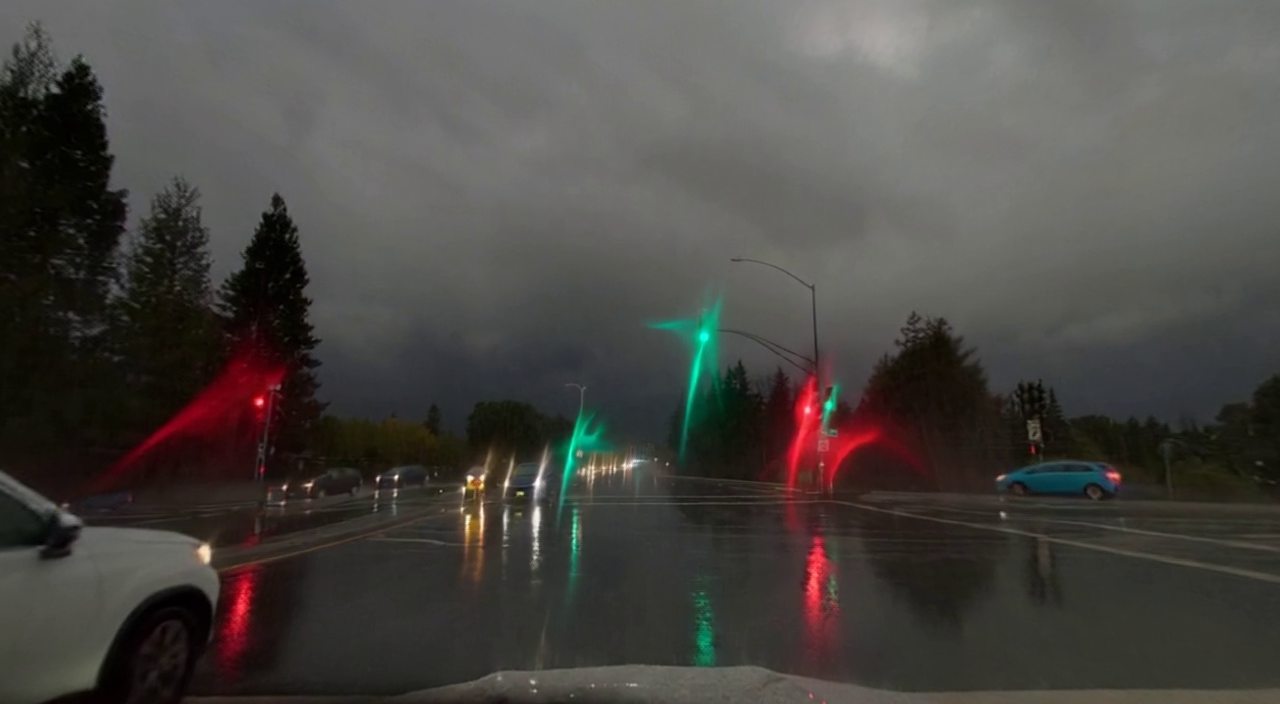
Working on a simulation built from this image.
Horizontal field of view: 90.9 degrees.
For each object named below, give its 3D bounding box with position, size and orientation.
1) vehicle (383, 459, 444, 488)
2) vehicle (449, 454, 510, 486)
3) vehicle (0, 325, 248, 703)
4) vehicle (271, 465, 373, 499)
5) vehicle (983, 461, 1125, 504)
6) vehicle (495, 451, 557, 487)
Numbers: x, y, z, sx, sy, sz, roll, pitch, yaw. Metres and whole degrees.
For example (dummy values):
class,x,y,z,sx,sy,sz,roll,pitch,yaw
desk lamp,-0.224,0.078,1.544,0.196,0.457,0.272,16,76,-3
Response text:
class,x,y,z,sx,sy,sz,roll,pitch,yaw
vehicle,-16.706,8.951,46.798,2.111,1.925,4.507,-2,-9,13
vehicle,-8.049,5.971,32.081,1.960,1.433,4.213,0,-8,1
vehicle,-3.465,0.655,1.365,2.242,1.761,4.505,0,-8,1
vehicle,-19.374,7.901,38.660,2.050,1.755,5.135,-7,-11,36
vehicle,17.385,5.467,26.752,4.571,1.621,2.113,-3,-9,20
vehicle,-5.116,5.293,28.892,2.107,1.456,4.728,0,-8,-2
